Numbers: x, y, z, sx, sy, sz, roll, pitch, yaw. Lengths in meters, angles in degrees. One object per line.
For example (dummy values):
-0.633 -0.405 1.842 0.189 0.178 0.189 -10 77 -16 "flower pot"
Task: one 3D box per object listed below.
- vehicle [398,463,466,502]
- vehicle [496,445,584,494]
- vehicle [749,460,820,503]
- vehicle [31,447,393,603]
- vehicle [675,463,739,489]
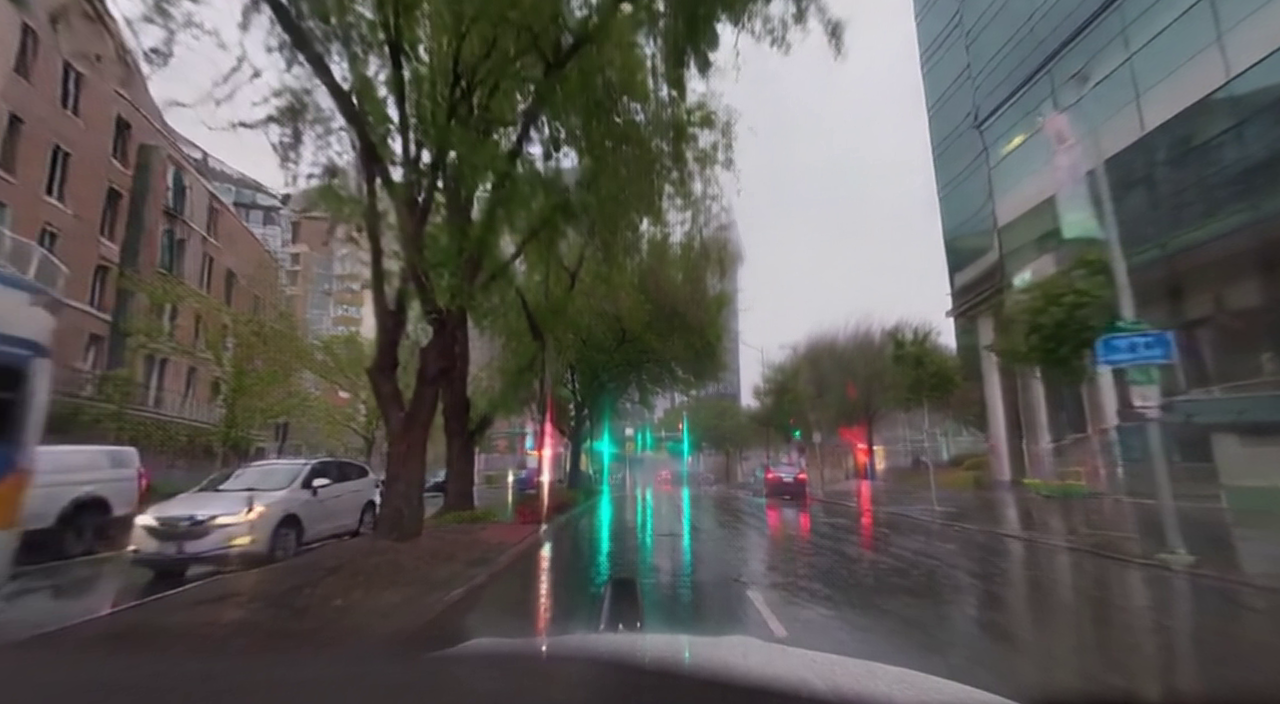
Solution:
-10.700 6.705 32.836 1.908 1.721 4.285 0 -8 2 "vehicle"
-6.427 7.624 41.738 2.591 2.910 6.652 -4 -9 23 "vehicle"
6.048 5.454 26.992 1.888 1.536 4.381 0 -8 -1 "vehicle"
-5.087 2.035 8.369 1.914 1.530 3.980 0 -8 1 "vehicle"
5.249 9.810 49.902 4.742 1.906 1.933 0 -8 -2 "vehicle"
